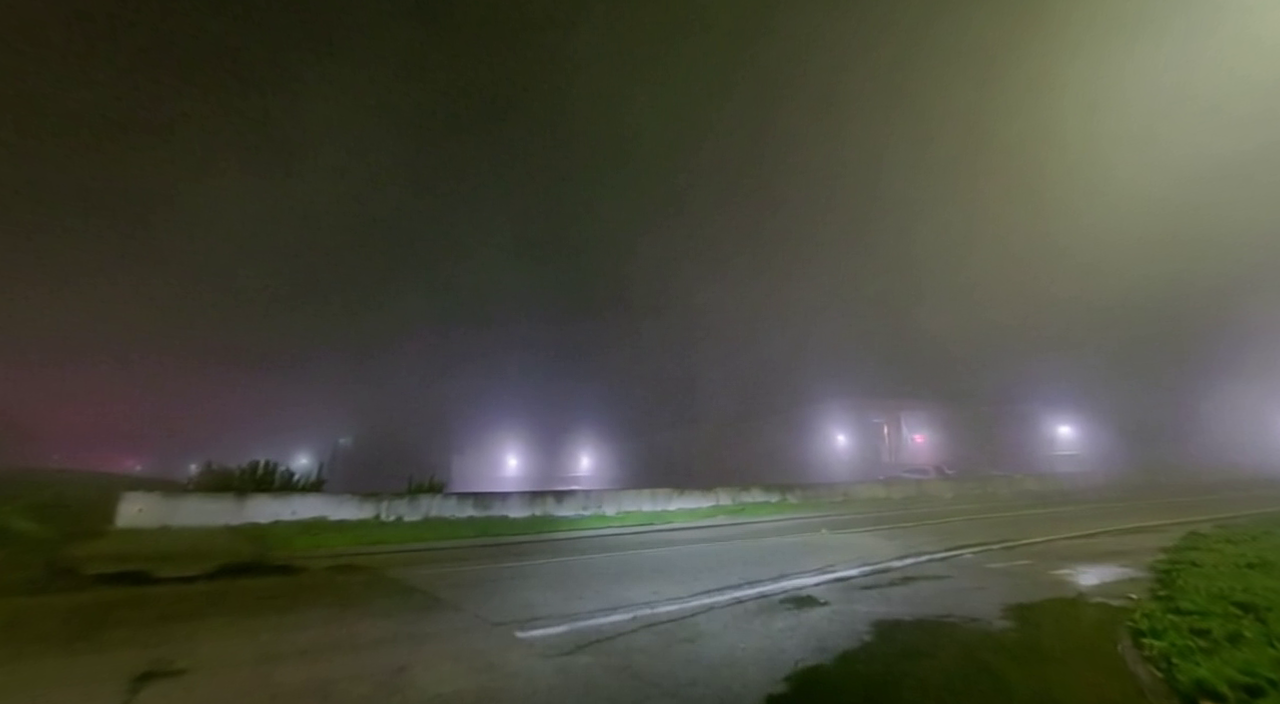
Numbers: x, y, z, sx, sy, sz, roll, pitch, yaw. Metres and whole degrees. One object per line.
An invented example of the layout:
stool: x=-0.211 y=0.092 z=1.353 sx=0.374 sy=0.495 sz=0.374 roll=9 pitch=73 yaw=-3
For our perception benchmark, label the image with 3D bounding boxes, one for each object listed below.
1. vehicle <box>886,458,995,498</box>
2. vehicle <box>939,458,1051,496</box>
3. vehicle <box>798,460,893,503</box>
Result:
vehicle: x=12.299 y=5.246 z=26.063 sx=1.833 sy=1.490 sz=3.705 roll=6 pitch=-13 yaw=-22
vehicle: x=15.537 y=5.499 z=27.823 sx=1.825 sy=1.512 sz=3.943 roll=5 pitch=-11 yaw=-22
vehicle: x=8.454 y=5.470 z=26.341 sx=1.944 sy=1.608 sz=3.715 roll=4 pitch=-14 yaw=-16
